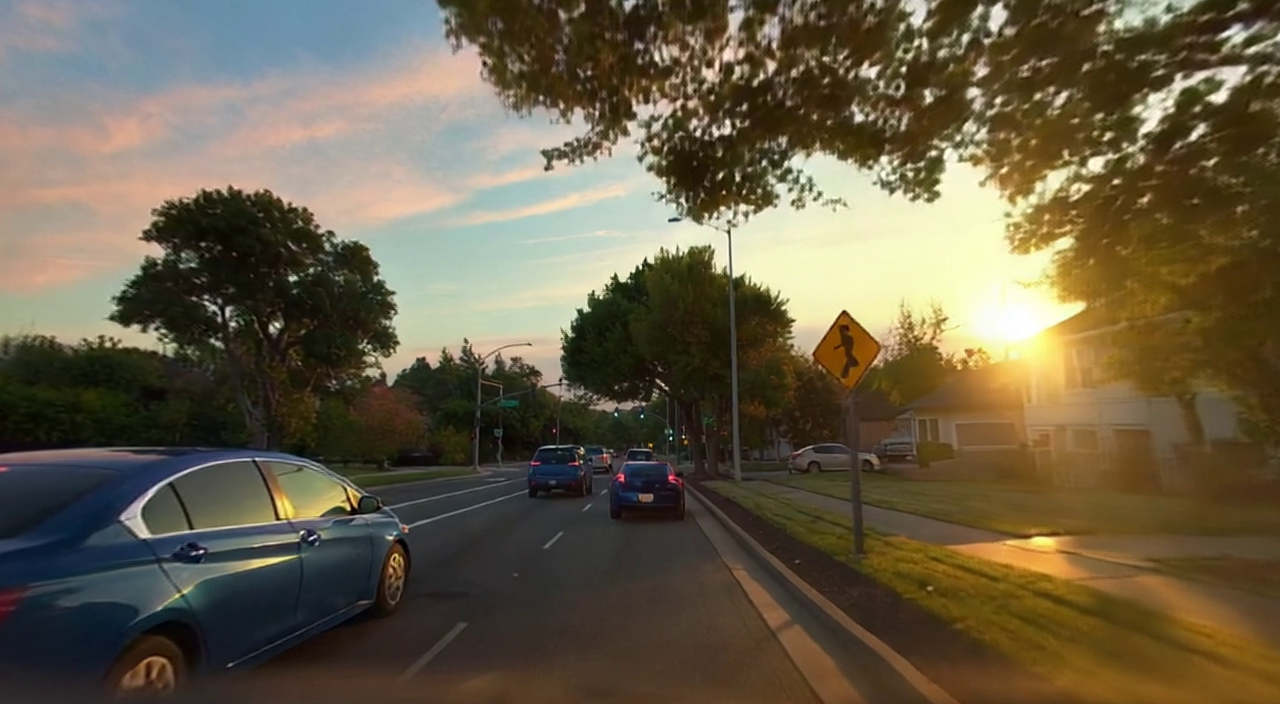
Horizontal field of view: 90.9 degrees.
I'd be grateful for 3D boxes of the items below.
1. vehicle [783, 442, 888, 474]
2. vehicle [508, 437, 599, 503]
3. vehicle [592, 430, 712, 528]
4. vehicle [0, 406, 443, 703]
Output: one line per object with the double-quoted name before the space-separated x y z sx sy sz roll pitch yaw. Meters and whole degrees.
"vehicle" 9.501 5.179 30.907 4.456 1.504 1.914 0 -9 0
"vehicle" -2.475 3.504 19.115 2.000 1.737 4.133 0 -9 2
"vehicle" 0.242 2.550 13.179 2.120 1.718 3.909 0 -9 1
"vehicle" -2.843 1.131 3.349 1.968 1.472 4.685 0 -9 2
